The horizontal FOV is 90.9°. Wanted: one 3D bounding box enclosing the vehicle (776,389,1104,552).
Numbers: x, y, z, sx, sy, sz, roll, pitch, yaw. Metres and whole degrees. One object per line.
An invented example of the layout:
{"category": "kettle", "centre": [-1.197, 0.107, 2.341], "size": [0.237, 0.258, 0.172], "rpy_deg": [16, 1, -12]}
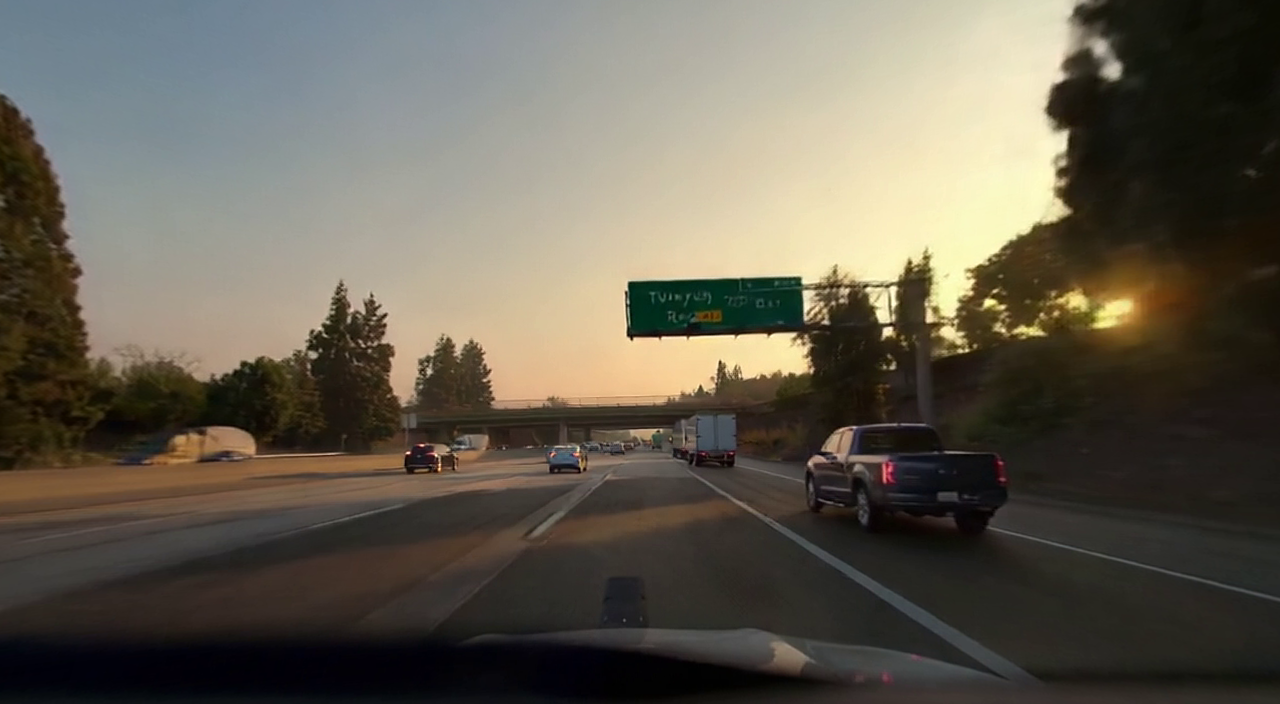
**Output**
{"category": "vehicle", "centre": [4.290, 1.896, 10.880], "size": [2.355, 1.930, 6.633], "rpy_deg": [0, -8, 0]}

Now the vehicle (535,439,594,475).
{"category": "vehicle", "centre": [-3.271, 4.673, 28.265], "size": [1.981, 1.473, 4.317], "rpy_deg": [0, -8, 2]}

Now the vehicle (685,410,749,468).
{"category": "vehicle", "centre": [4.318, 5.121, 36.992], "size": [2.732, 3.052, 7.118], "rpy_deg": [0, -8, -1]}

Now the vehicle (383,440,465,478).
{"category": "vehicle", "centre": [-9.142, 4.549, 27.097], "size": [1.899, 1.465, 4.589], "rpy_deg": [0, -8, 0]}
